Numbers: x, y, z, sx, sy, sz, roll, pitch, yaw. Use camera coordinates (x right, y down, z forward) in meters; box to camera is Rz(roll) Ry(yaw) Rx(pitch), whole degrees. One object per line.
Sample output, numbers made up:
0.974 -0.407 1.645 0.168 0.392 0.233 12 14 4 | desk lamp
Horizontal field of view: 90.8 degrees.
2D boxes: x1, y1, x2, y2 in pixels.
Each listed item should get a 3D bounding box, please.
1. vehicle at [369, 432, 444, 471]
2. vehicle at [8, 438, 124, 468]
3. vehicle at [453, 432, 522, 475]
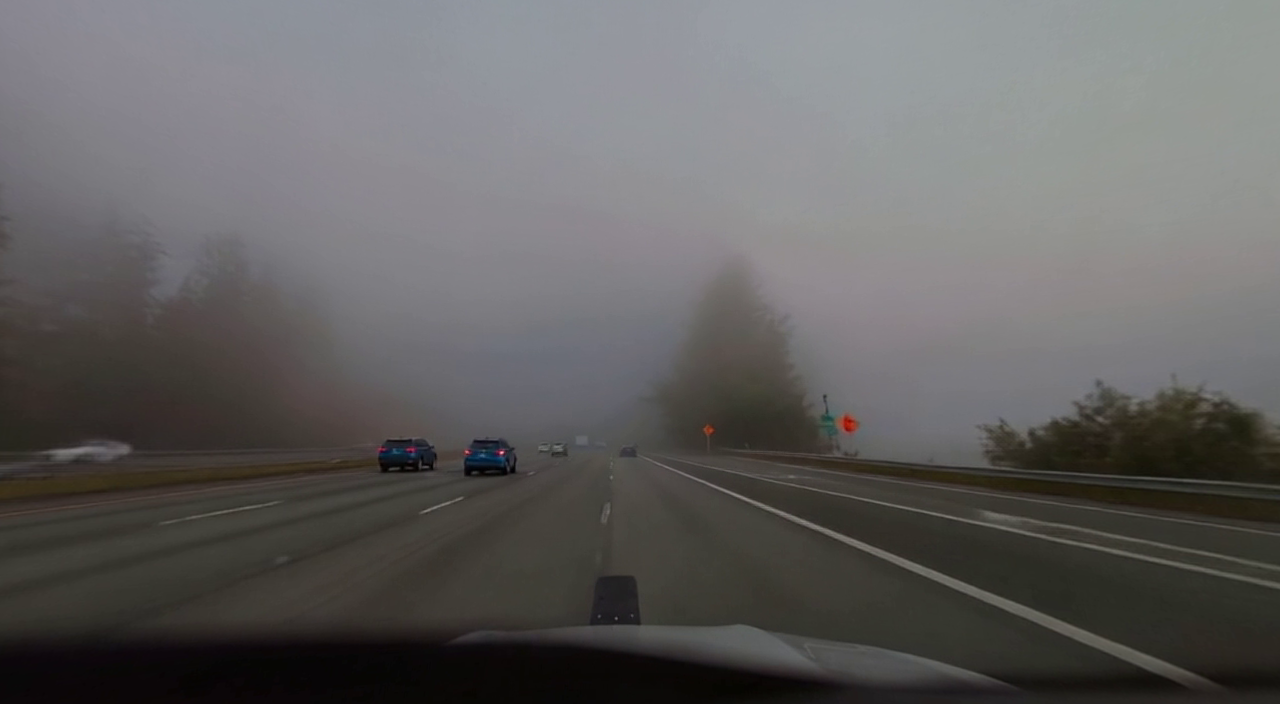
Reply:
-11.141 4.813 30.502 2.016 1.711 4.365 0 -9 -1 | vehicle
-31.550 5.580 34.958 1.905 1.506 4.931 0 -9 -2 | vehicle
-6.809 4.596 28.771 2.146 1.766 4.502 0 -9 -2 | vehicle
